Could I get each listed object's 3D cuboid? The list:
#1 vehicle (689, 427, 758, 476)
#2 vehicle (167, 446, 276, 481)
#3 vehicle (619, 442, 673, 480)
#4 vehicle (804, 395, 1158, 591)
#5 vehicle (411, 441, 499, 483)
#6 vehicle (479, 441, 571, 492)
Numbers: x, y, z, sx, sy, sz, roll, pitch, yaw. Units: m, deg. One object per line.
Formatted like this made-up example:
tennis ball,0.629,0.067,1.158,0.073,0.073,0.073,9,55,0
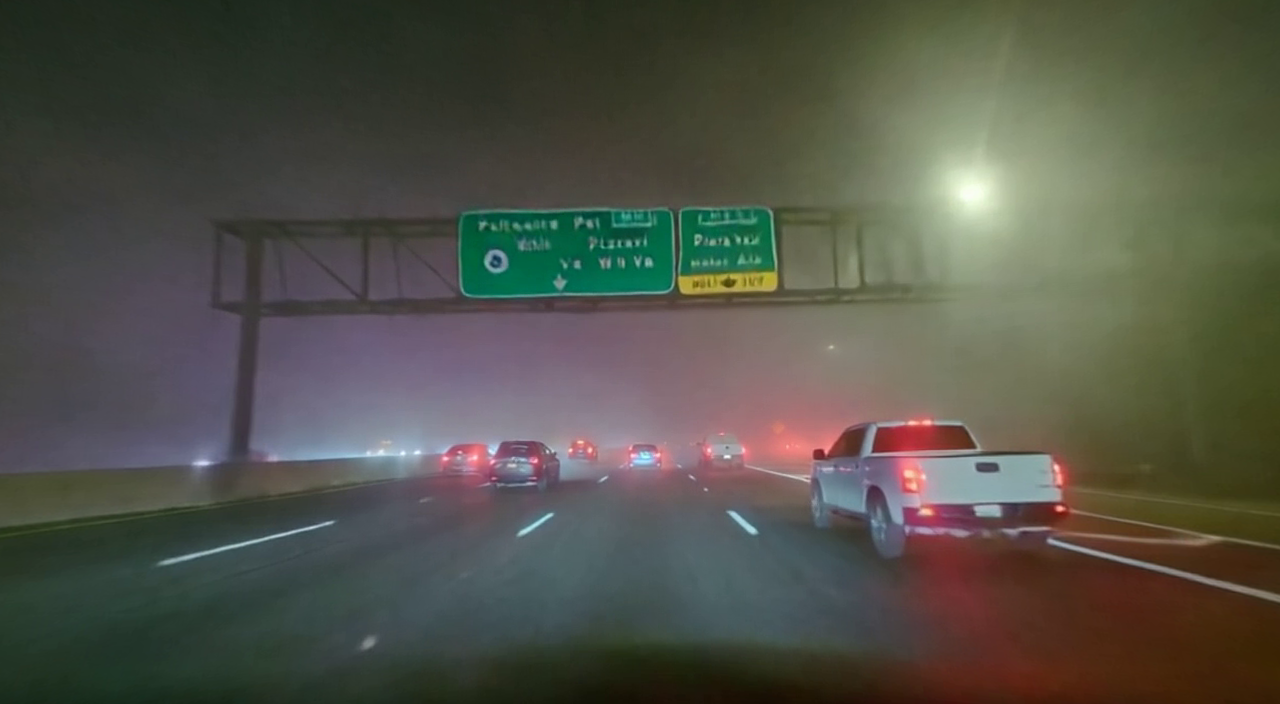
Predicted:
vehicle,3.995,4.978,31.608,2.802,2.151,6.579,0,-9,2
vehicle,-19.311,5.142,29.355,1.851,1.502,4.485,0,-9,2
vehicle,0.256,4.514,26.300,2.071,1.478,4.130,0,-9,1
vehicle,3.653,1.604,7.901,2.045,1.768,4.249,0,-9,0
vehicle,-7.316,4.412,25.438,2.065,1.519,4.491,0,-9,2
vehicle,-3.594,3.671,20.539,1.996,1.488,4.451,0,-9,2
